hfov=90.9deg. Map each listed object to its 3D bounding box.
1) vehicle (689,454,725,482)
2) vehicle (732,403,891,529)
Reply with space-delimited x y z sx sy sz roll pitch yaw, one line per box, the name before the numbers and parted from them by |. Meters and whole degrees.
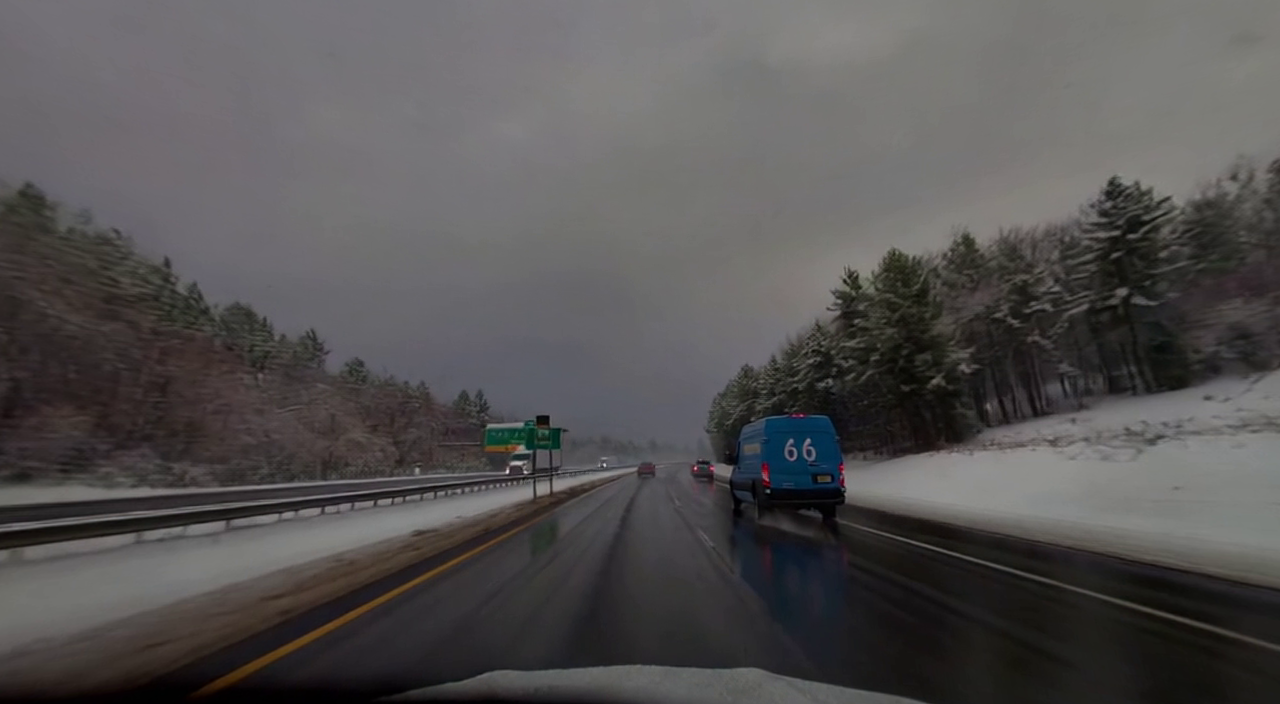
vehicle | 4.978 8.722 47.379 2.224 1.997 4.652 0 -11 1
vehicle | 4.013 2.925 16.171 2.366 2.595 5.793 1 -11 -1
